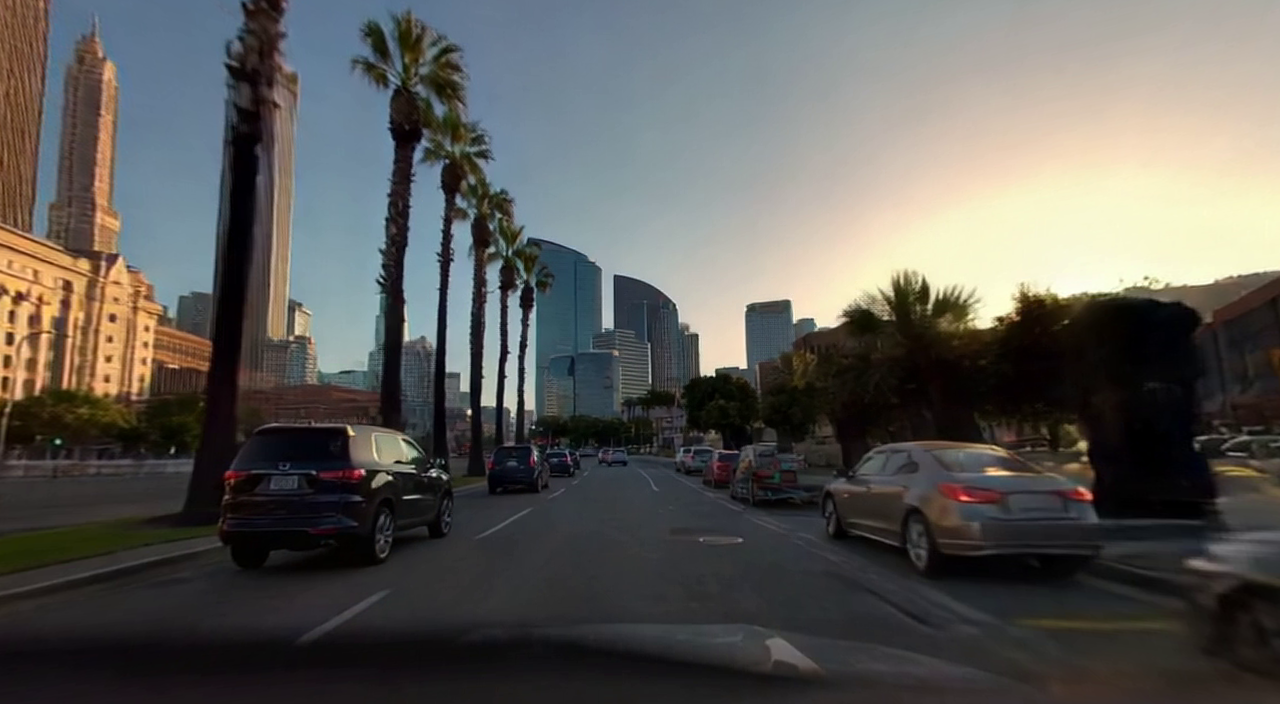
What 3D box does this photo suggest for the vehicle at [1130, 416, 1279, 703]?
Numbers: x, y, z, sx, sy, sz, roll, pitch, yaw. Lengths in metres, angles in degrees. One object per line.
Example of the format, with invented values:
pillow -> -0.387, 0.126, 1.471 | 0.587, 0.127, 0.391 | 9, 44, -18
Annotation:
vehicle -> 3.964, 0.770, 1.155 | 2.138, 1.447, 4.793 | 1, -9, -3

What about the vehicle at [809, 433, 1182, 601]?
vehicle -> 3.842, 1.843, 8.072 | 1.925, 1.486, 4.744 | 0, -9, -1

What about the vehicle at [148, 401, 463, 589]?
vehicle -> -3.827, 1.702, 8.245 | 1.800, 1.797, 4.224 | 0, -9, -1

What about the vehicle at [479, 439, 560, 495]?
vehicle -> -4.090, 3.967, 22.096 | 2.014, 1.740, 4.392 | 0, -9, -1

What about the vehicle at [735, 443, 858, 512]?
vehicle -> 3.842, 3.149, 16.357 | 1.873, 1.511, 4.523 | 0, -9, -2

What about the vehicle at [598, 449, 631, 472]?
vehicle -> -1.751, 7.184, 41.876 | 2.036, 1.461, 3.890 | 1, -9, -5
